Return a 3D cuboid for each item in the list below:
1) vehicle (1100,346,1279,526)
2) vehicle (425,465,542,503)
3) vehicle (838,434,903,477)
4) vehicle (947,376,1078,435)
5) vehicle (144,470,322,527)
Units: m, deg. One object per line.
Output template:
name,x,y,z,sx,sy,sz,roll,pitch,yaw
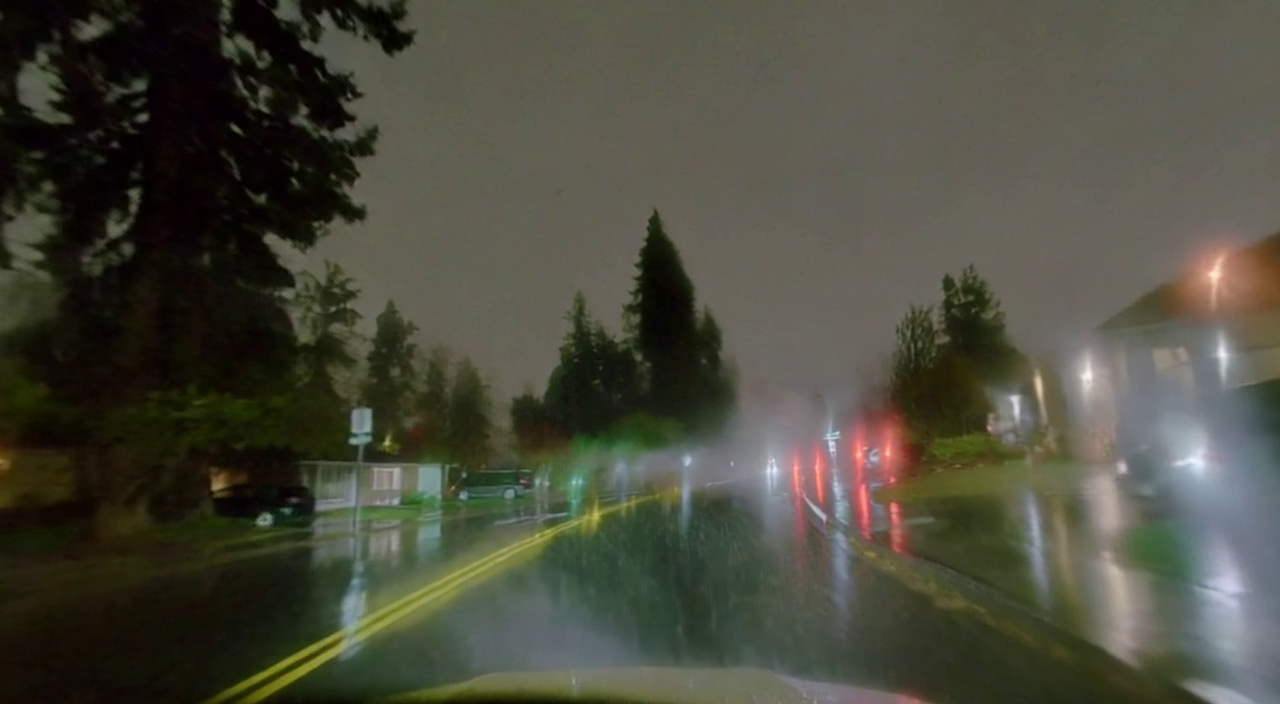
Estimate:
vehicle,9.045,0.991,7.973,4.740,1.638,2.018,-3,-24,-6
vehicle,-8.334,7.135,34.067,5.643,1.759,2.110,-1,-19,5
vehicle,10.863,4.907,30.150,2.163,1.885,4.804,-2,-9,12
vehicle,16.953,2.428,28.946,4.539,2.010,2.163,-7,0,5
vehicle,-12.422,4.470,19.520,4.175,1.492,1.845,-1,-9,-3
